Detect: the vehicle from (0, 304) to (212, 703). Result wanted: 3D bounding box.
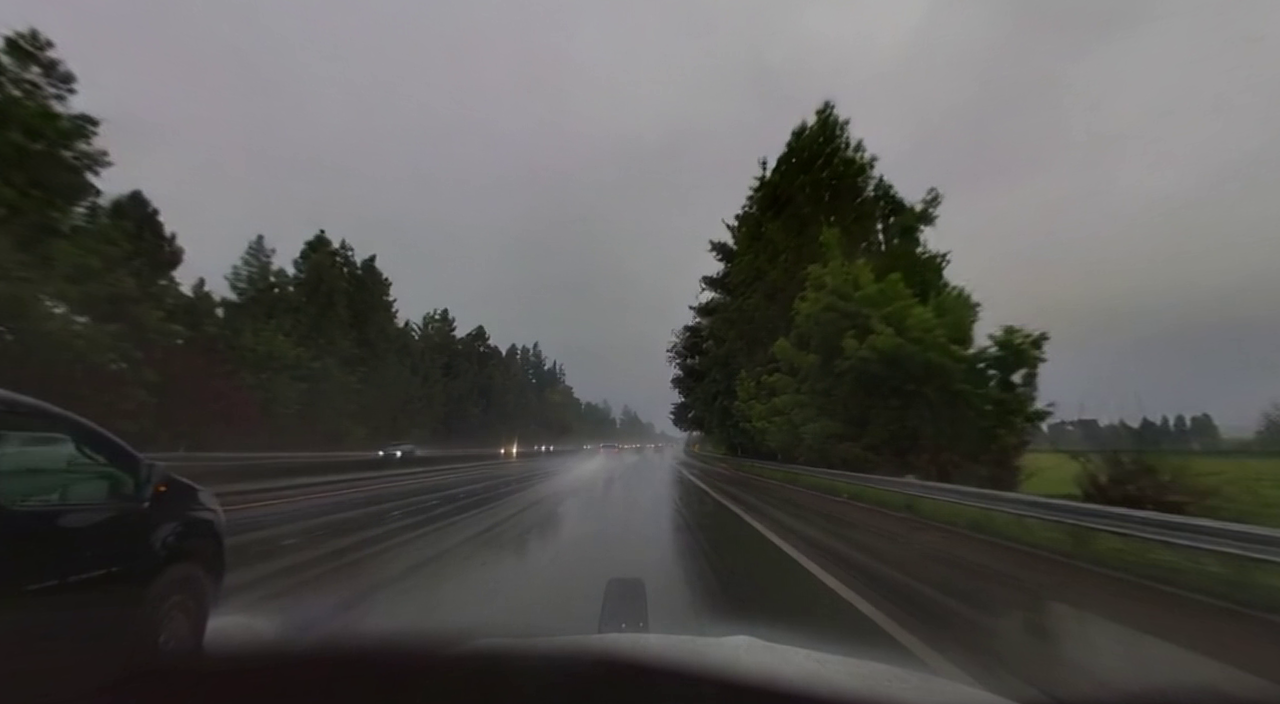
[{"bbox_3d":[-4.097,0.529,1.099,2.316,1.970,5.966,0,-8,2],"label":"vehicle"}]
